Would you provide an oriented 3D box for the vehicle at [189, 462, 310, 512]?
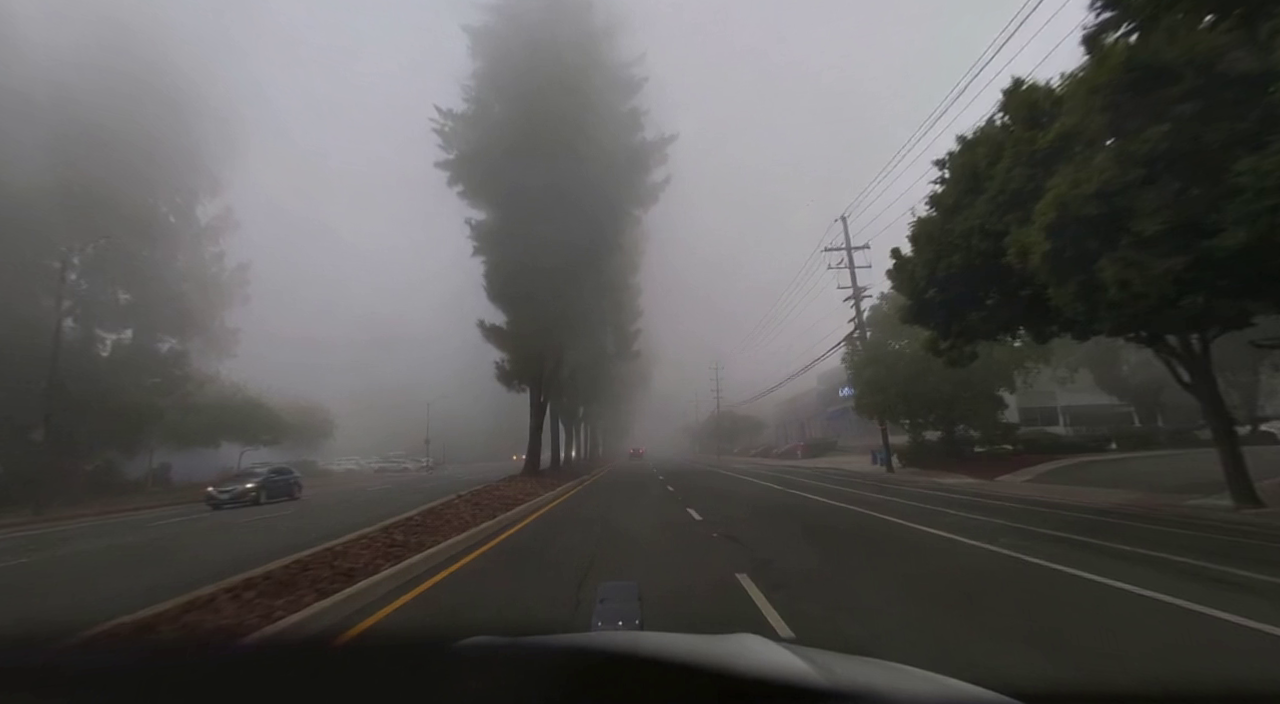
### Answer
[{"bbox_3d":[-15.415,5.304,25.268,2.012,1.671,4.380,0,-9,0],"label":"vehicle"}]
